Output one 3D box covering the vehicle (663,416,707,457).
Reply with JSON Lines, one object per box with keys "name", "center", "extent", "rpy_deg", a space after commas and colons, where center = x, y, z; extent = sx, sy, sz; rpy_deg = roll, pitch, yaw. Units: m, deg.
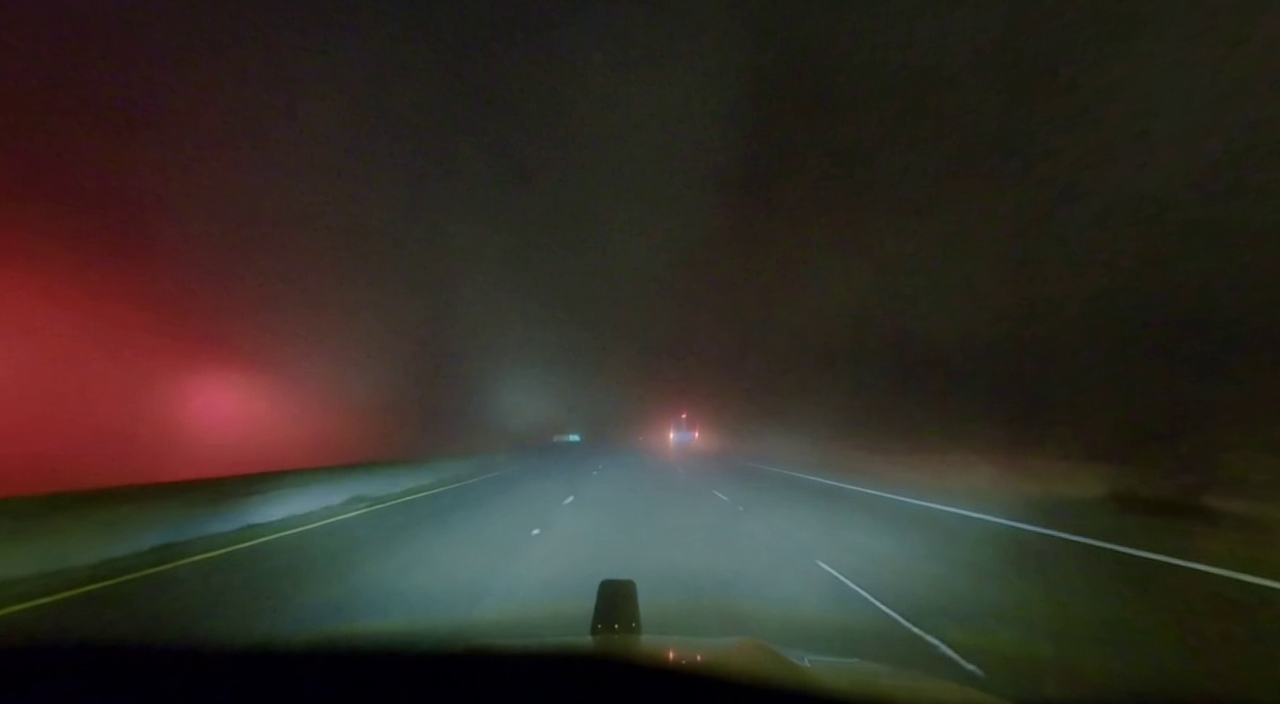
{"name": "vehicle", "center": [3.140, 6.154, 45.703], "extent": [2.431, 2.667, 6.921], "rpy_deg": [0, -8, -2]}
